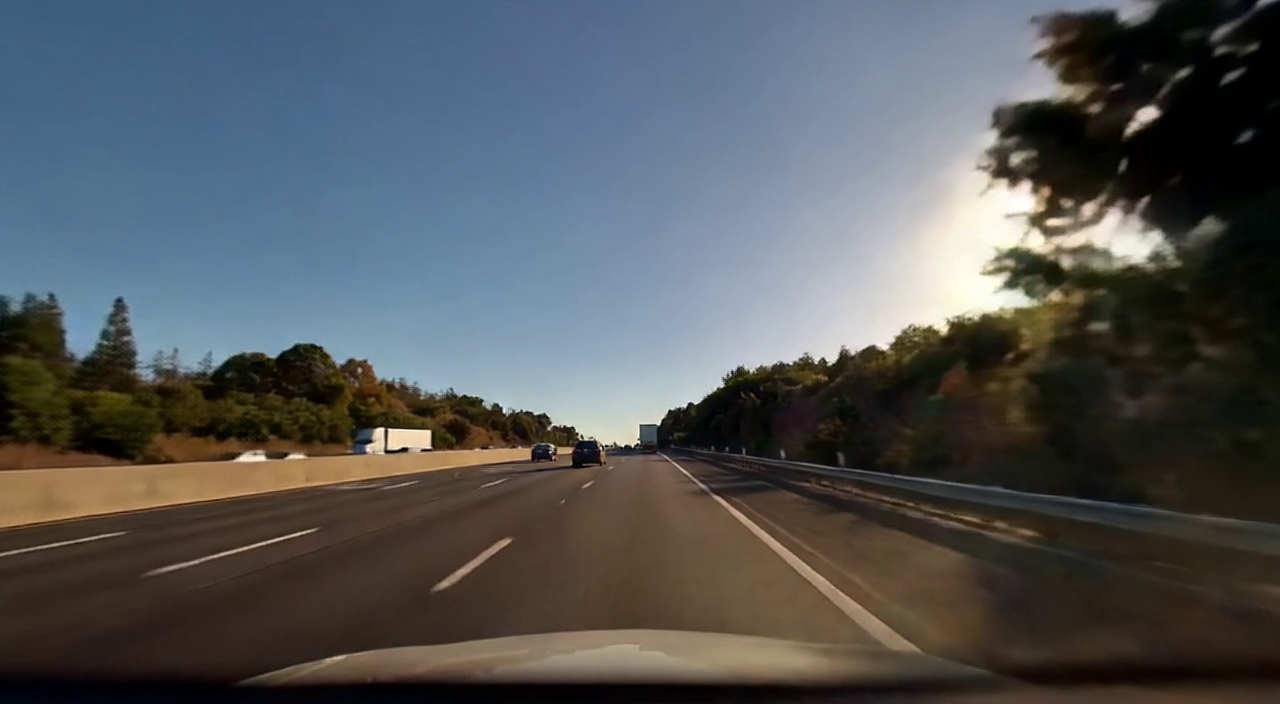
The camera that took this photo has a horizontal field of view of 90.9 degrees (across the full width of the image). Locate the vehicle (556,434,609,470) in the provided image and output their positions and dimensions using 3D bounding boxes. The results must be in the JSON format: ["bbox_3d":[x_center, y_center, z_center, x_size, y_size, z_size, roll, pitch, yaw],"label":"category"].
[{"bbox_3d":[-3.009,5.397,34.186,2.283,1.802,4.810,0,-8,2],"label":"vehicle"}]

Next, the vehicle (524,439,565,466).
[{"bbox_3d":[-6.368,6.788,42.631,2.062,1.691,4.278,0,-8,1],"label":"vehicle"}]

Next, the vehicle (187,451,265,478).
[{"bbox_3d":[-28.512,7.704,43.628,1.958,1.678,4.924,0,-8,1],"label":"vehicle"}]
